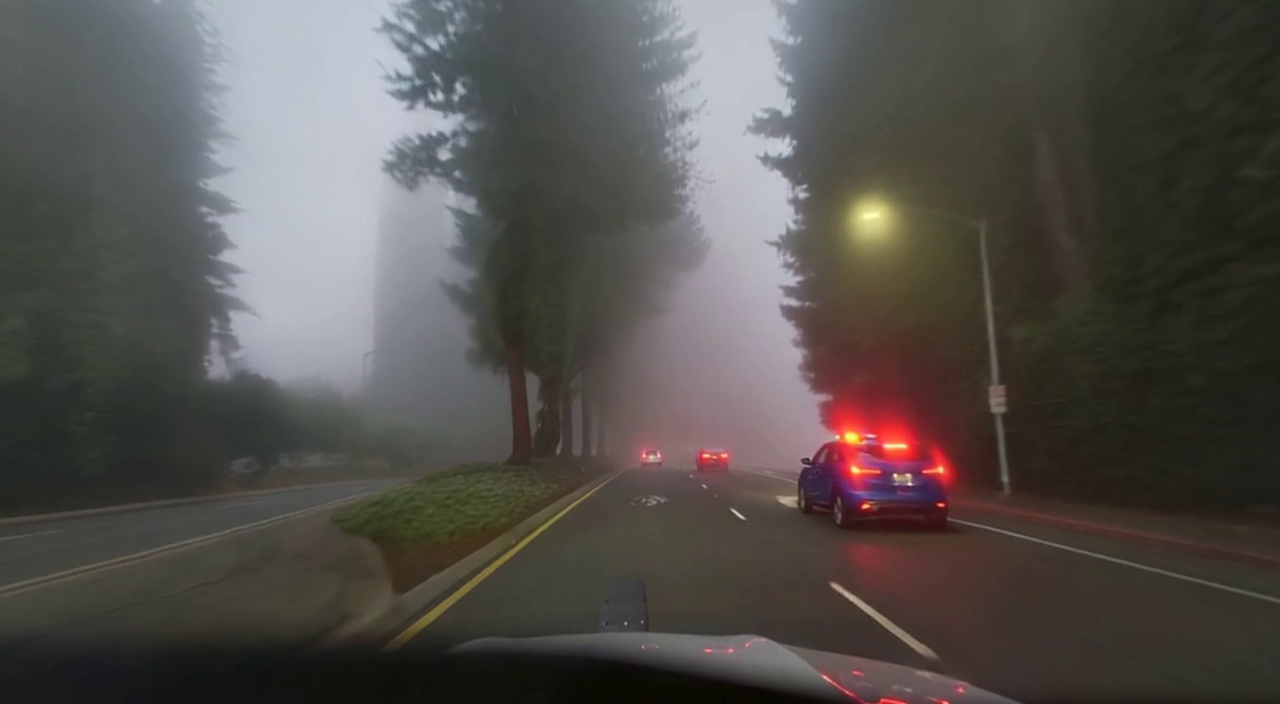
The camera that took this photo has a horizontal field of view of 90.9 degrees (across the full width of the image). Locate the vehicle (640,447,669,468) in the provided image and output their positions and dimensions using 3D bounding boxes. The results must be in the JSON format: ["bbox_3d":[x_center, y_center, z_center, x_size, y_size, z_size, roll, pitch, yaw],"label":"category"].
[{"bbox_3d":[1.043,7.751,46.454,2.026,1.466,4.282,0,-8,1],"label":"vehicle"}]

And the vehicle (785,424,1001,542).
[{"bbox_3d":[4.038,2.145,10.983,2.052,1.639,4.123,0,-8,0],"label":"vehicle"}]

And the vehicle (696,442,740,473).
[{"bbox_3d":[4.561,6.224,37.405,2.110,1.666,3.912,0,-8,0],"label":"vehicle"}]
